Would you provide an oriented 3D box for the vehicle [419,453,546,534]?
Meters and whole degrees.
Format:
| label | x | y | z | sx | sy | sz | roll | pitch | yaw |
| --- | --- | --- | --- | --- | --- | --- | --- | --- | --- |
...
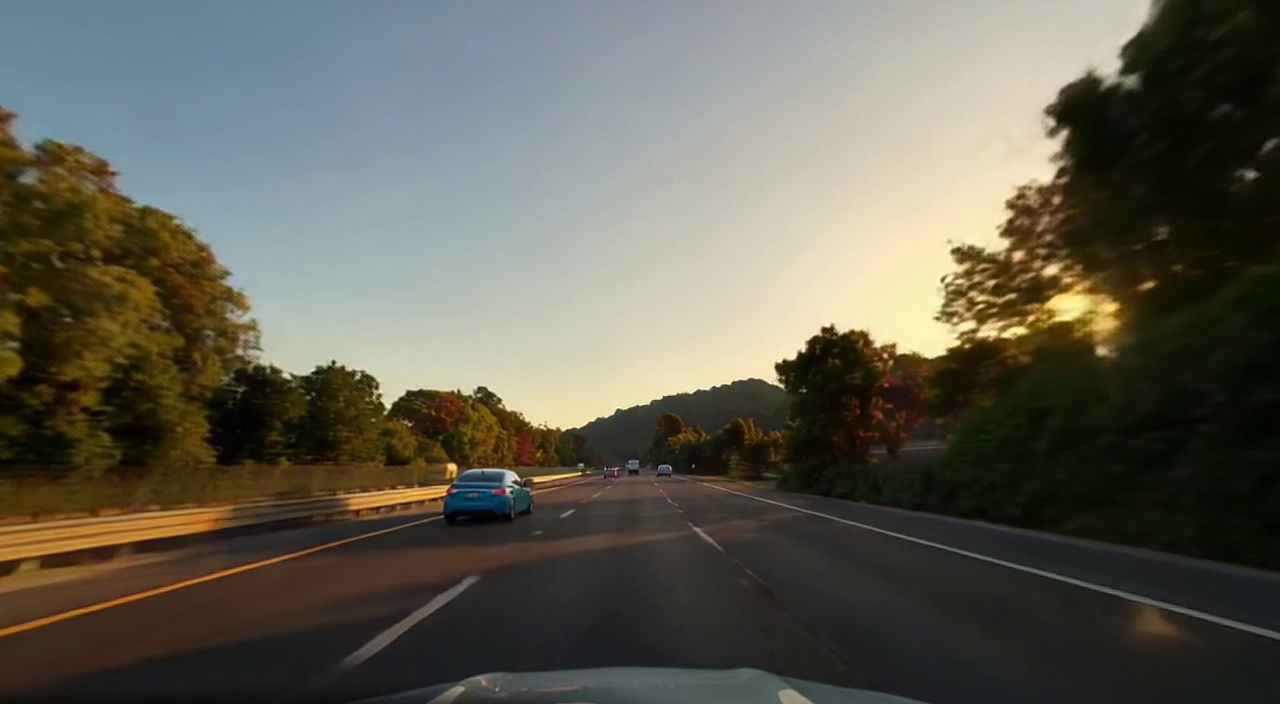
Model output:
| label | x | y | z | sx | sy | sz | roll | pitch | yaw |
| --- | --- | --- | --- | --- | --- | --- | --- | --- | --- |
| vehicle | -3.425 | 3.171 | 14.512 | 1.797 | 1.532 | 4.072 | 1 | -10 | 1 |
